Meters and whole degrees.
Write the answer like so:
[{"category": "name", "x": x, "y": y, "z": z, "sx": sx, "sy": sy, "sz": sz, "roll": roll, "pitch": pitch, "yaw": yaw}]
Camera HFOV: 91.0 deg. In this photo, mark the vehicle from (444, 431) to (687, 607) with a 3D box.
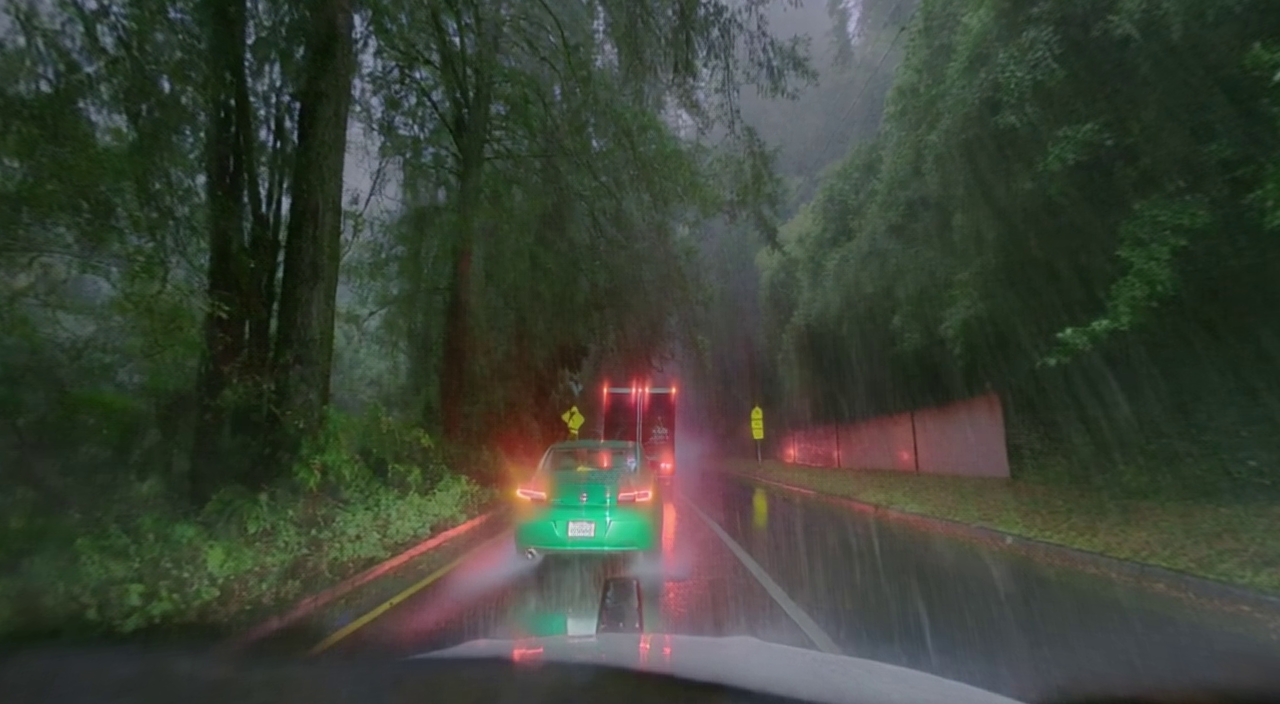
[{"category": "vehicle", "x": -0.627, "y": 1.746, "z": 7.504, "sx": 2.076, "sy": 1.490, "sz": 4.078, "roll": 0, "pitch": -9, "yaw": 0}]
